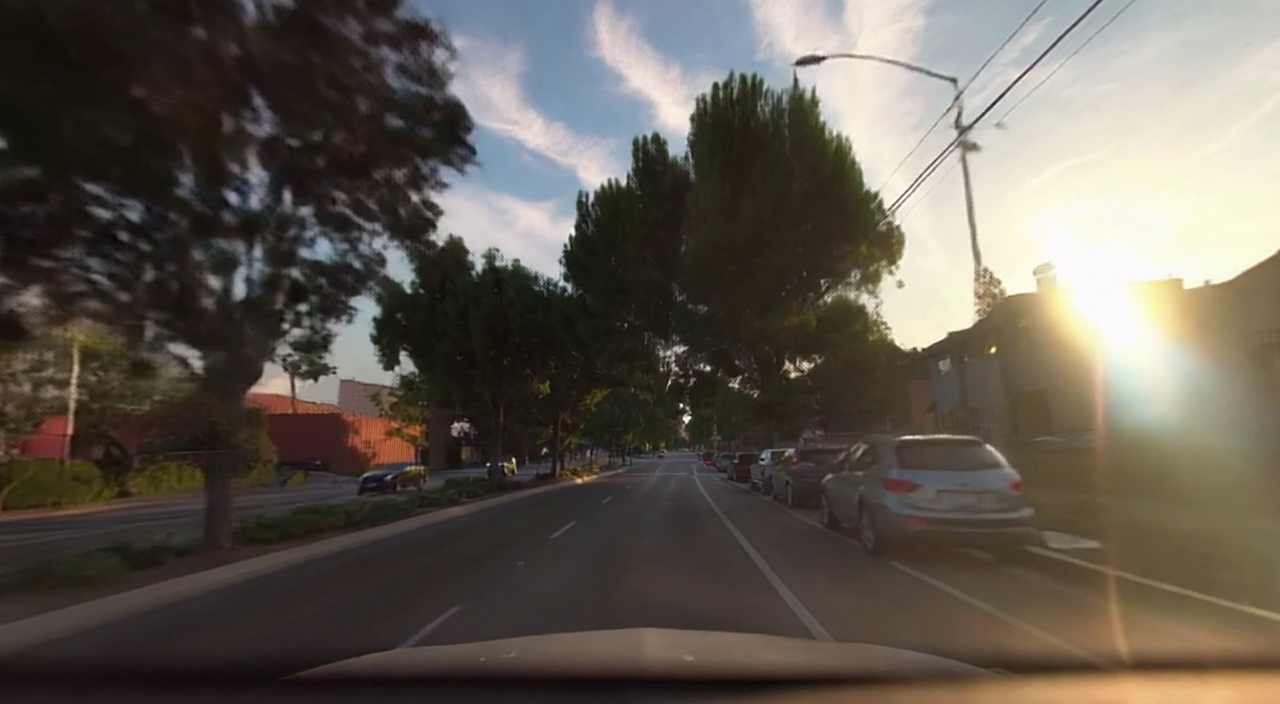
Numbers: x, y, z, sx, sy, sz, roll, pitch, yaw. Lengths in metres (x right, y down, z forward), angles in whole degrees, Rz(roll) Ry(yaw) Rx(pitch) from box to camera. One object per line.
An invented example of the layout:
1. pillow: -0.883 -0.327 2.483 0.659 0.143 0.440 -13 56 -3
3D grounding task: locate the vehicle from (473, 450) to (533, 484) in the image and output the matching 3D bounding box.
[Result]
1. vehicle: -7.526 6.352 35.197 2.331 1.696 4.861 0 -8 -1

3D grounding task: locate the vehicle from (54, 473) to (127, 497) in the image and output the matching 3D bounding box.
1. vehicle: -42.898 10.368 49.254 4.398 1.639 1.919 -2 -9 11

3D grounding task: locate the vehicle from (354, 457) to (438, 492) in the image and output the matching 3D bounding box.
1. vehicle: -11.832 5.958 30.995 1.999 1.467 4.618 -1 -8 4

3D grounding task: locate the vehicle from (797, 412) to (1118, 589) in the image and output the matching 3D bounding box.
1. vehicle: 3.915 1.923 9.194 2.166 1.798 5.256 -1 -8 3
